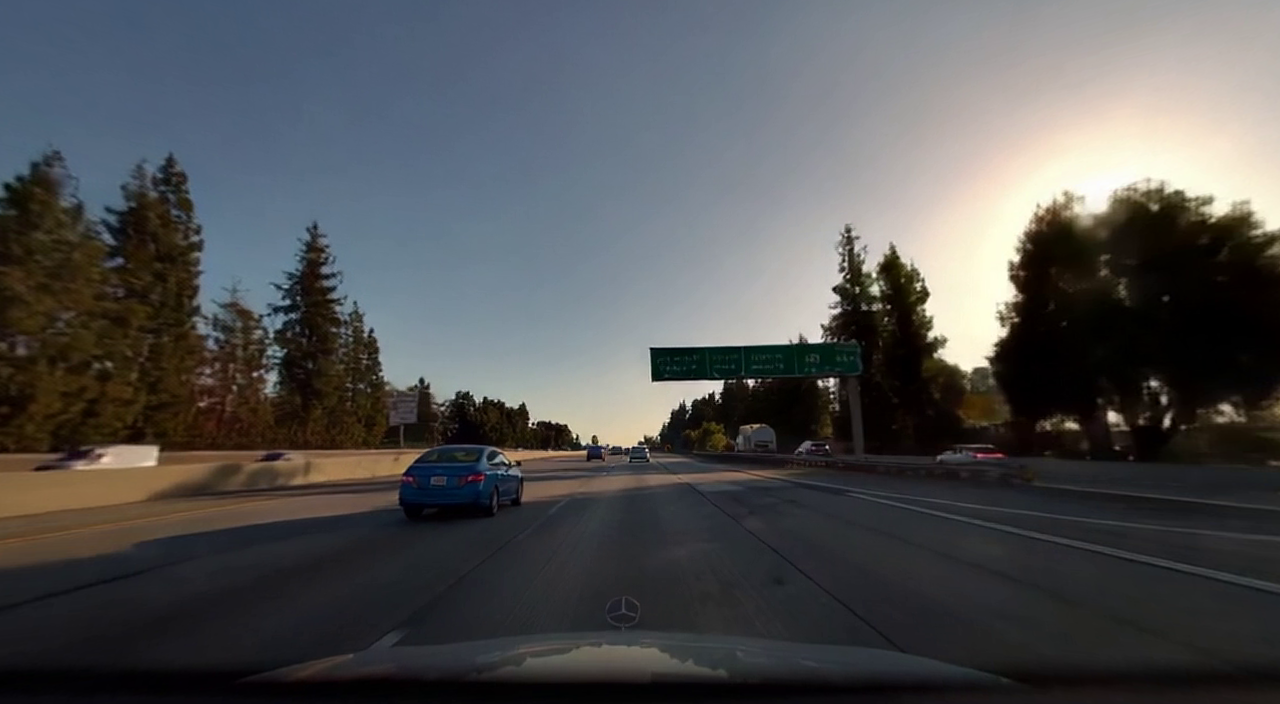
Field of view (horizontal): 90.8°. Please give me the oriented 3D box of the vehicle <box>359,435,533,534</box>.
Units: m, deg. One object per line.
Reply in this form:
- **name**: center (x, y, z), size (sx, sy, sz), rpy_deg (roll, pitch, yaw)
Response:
- **vehicle**: center (-3.435, 2.431, 12.171), size (2.020, 1.554, 4.137), rpy_deg (0, -9, 0)

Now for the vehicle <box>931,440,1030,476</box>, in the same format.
- **vehicle**: center (15.574, 4.875, 29.253), size (1.873, 1.463, 4.937), rpy_deg (0, -9, 1)

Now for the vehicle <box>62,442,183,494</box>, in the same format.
- **vehicle**: center (-36.890, 8.244, 45.468), size (2.849, 3.374, 7.257), rpy_deg (1, -9, -5)

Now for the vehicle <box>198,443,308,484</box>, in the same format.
- **vehicle**: center (-17.353, 5.005, 28.672), size (2.043, 1.651, 4.727), rpy_deg (0, -9, -1)
